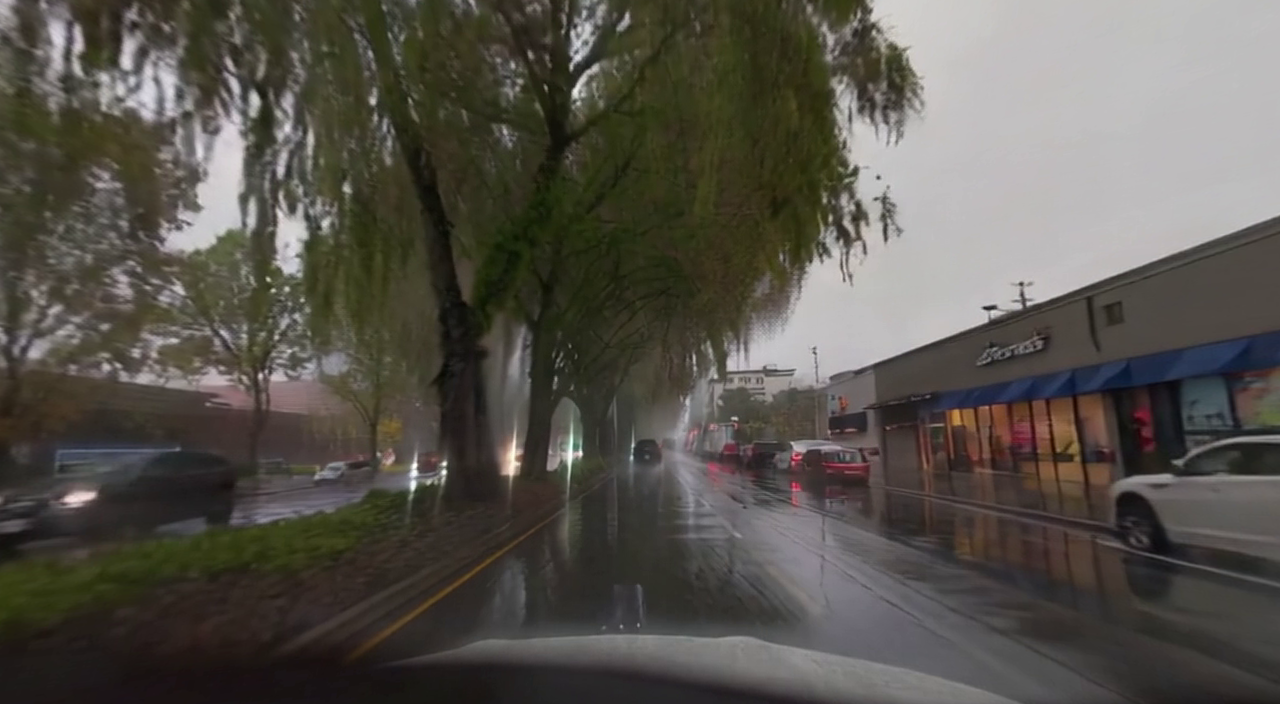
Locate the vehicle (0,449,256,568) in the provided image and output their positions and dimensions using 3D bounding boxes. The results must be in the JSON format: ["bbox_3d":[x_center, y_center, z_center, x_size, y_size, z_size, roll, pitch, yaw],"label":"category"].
[{"bbox_3d":[-8.598,2.370,10.344,1.982,1.505,4.065,0,-9,1],"label":"vehicle"}]

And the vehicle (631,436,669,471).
[{"bbox_3d":[0.658,6.388,39.843,2.293,2.036,4.853,0,-9,2],"label":"vehicle"}]

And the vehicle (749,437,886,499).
[{"bbox_3d":[5.372,3.568,19.964,2.114,1.697,4.739,2,-9,-13],"label":"vehicle"}]

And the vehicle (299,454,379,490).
[{"bbox_3d":[-15.870,6.319,33.587,1.950,1.740,4.433,-1,-9,2],"label":"vehicle"}]

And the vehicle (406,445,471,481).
[{"bbox_3d":[-11.505,6.342,36.432,2.127,1.909,4.830,0,-9,0],"label":"vehicle"}]

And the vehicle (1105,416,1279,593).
[{"bbox_3d":[7.290,1.498,6.227,2.004,1.714,4.356,0,-9,-1],"label":"vehicle"}]
